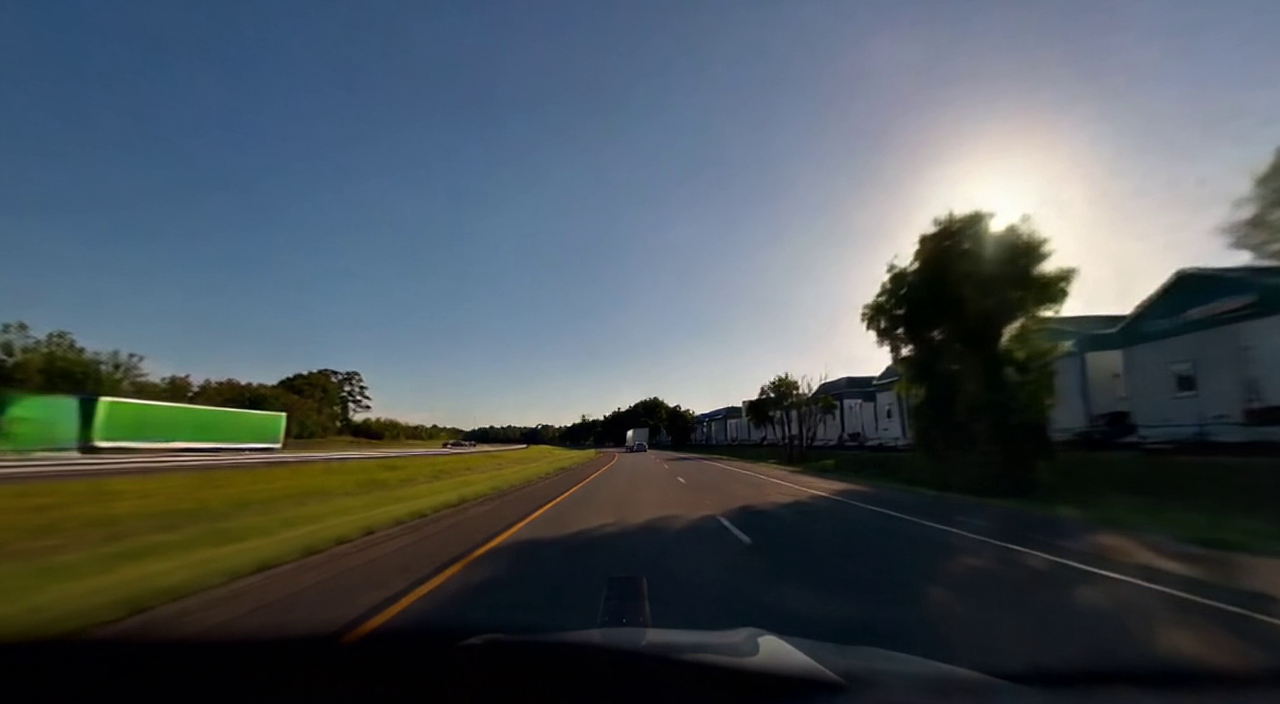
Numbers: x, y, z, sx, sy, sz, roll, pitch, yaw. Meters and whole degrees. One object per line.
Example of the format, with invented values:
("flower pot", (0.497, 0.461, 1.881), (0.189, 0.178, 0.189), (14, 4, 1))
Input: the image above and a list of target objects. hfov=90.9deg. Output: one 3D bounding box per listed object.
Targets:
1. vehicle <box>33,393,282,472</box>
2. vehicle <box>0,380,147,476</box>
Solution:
("vehicle", (-28.883, 5.251, 39.936), (2.915, 3.909, 16.453), (0, -8, 0))
("vehicle", (-28.794, 3.796, 30.634), (3.044, 4.044, 7.981), (0, -8, -1))
